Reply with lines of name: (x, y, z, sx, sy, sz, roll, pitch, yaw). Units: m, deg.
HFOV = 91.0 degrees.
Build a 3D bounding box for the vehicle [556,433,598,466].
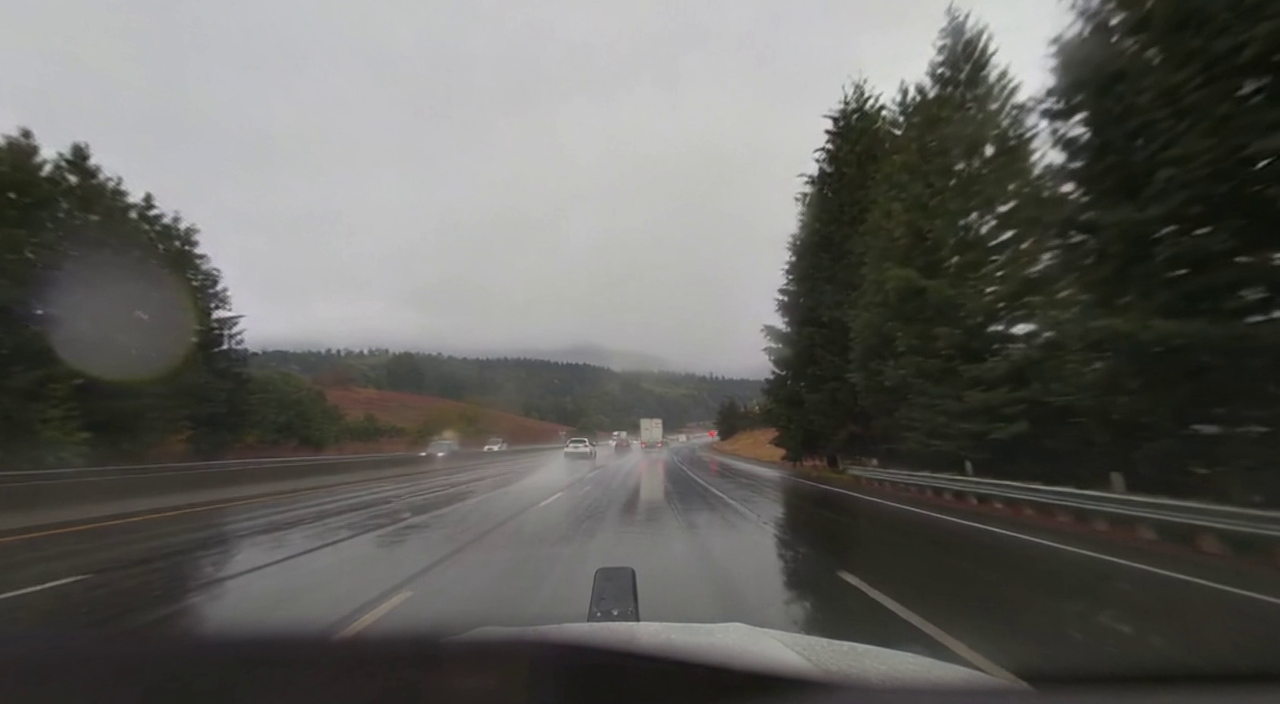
vehicle: (-3.921, 6.146, 39.978, 2.130, 1.935, 4.817, -1, -8, 1)
